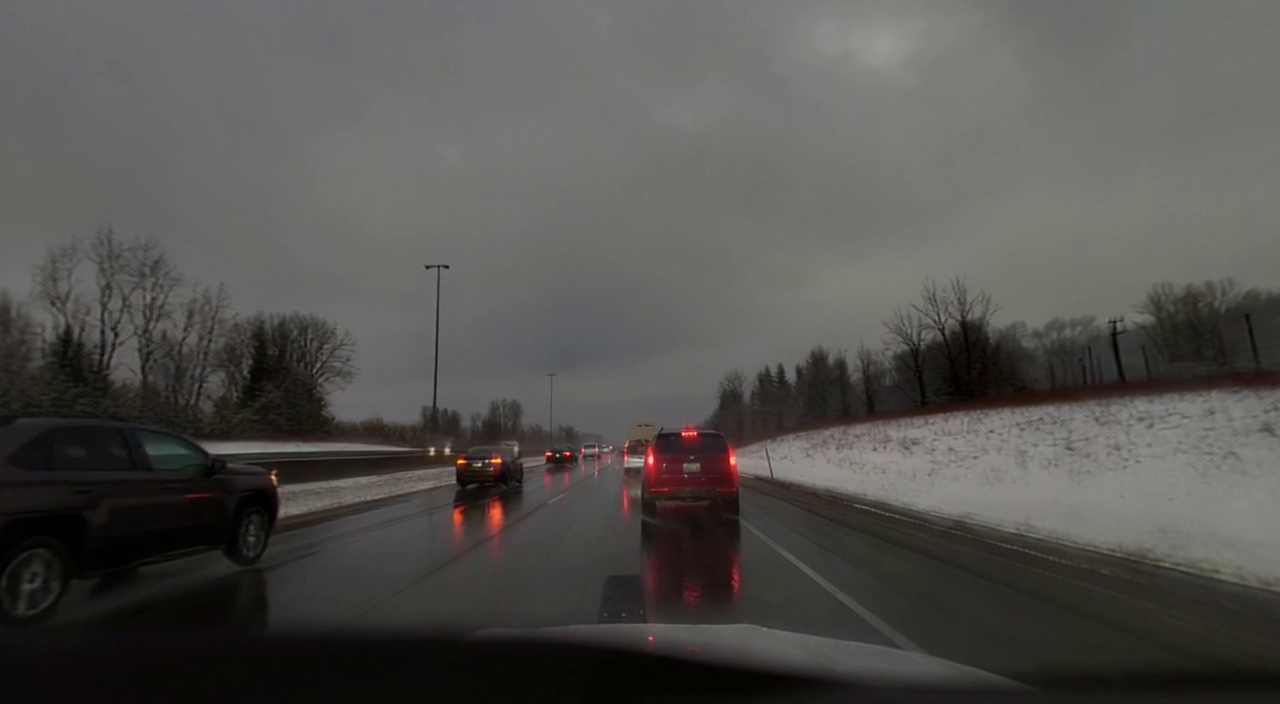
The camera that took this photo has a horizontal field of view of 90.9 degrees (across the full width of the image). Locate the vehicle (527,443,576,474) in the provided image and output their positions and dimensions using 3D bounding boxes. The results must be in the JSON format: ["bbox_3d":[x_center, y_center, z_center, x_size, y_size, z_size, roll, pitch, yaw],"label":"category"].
[{"bbox_3d":[-4.629,5.624,33.585,1.855,1.527,4.209,0,-9,2],"label":"vehicle"}]

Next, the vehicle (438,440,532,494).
[{"bbox_3d":[-4.678,3.527,19.626,1.867,1.489,3.829,0,-9,1],"label":"vehicle"}]

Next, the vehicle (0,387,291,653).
[{"bbox_3d":[-4.955,1.208,4.959,1.934,1.642,4.201,0,-9,1],"label":"vehicle"}]

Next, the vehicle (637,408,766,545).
[{"bbox_3d":[0.865,2.072,11.009,1.825,1.920,3.960,0,-9,0],"label":"vehicle"}]

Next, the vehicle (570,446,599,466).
[{"bbox_3d":[-4.289,8.113,49.312,1.857,1.423,3.920,0,-9,1],"label":"vehicle"}]
